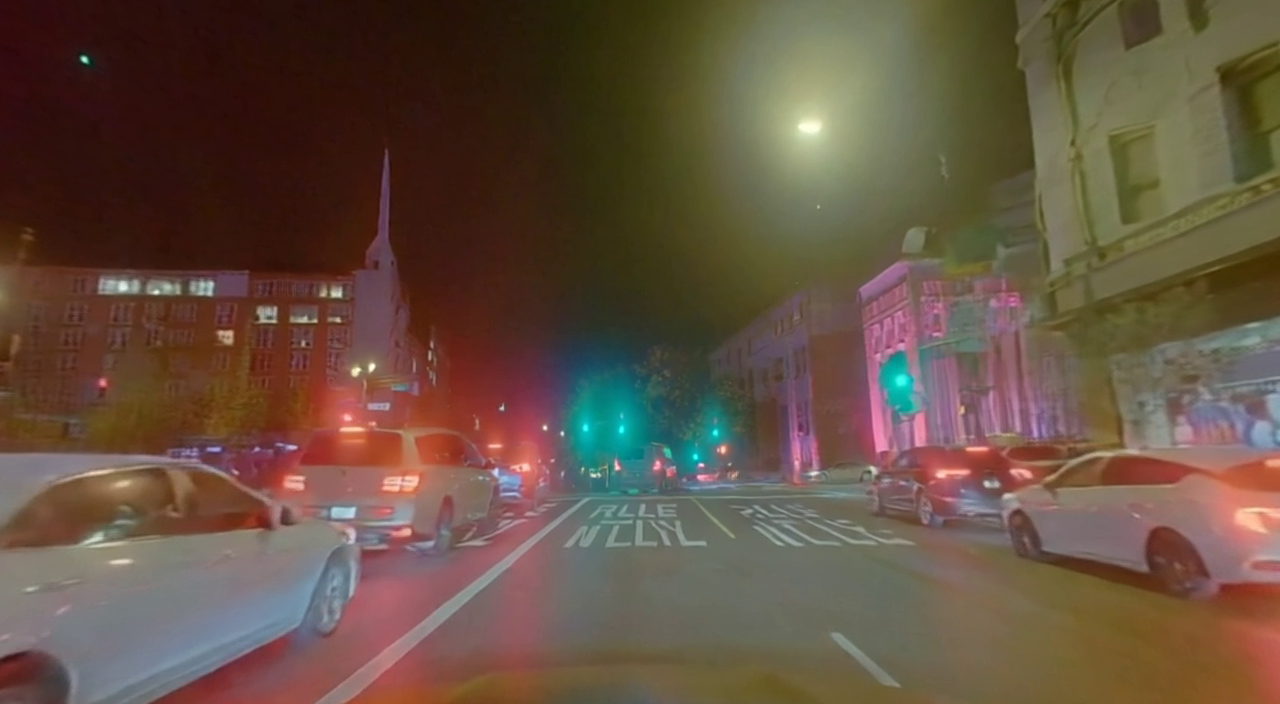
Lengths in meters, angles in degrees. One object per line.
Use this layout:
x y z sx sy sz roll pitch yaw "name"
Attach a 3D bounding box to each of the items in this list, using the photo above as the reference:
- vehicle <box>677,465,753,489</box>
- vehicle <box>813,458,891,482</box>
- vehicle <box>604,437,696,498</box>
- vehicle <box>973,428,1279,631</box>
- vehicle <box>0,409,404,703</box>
5.044 8.478 42.853 4.766 1.502 1.891 1 -9 -7 "vehicle"
13.609 7.589 40.715 4.371 1.439 1.818 0 -9 1 "vehicle"
0.510 3.794 21.155 2.328 1.746 5.072 -2 -9 10 "vehicle"
5.845 1.667 6.899 1.919 1.529 4.558 0 -9 1 "vehicle"
-3.038 1.087 3.139 1.930 1.450 4.497 0 -9 1 "vehicle"
